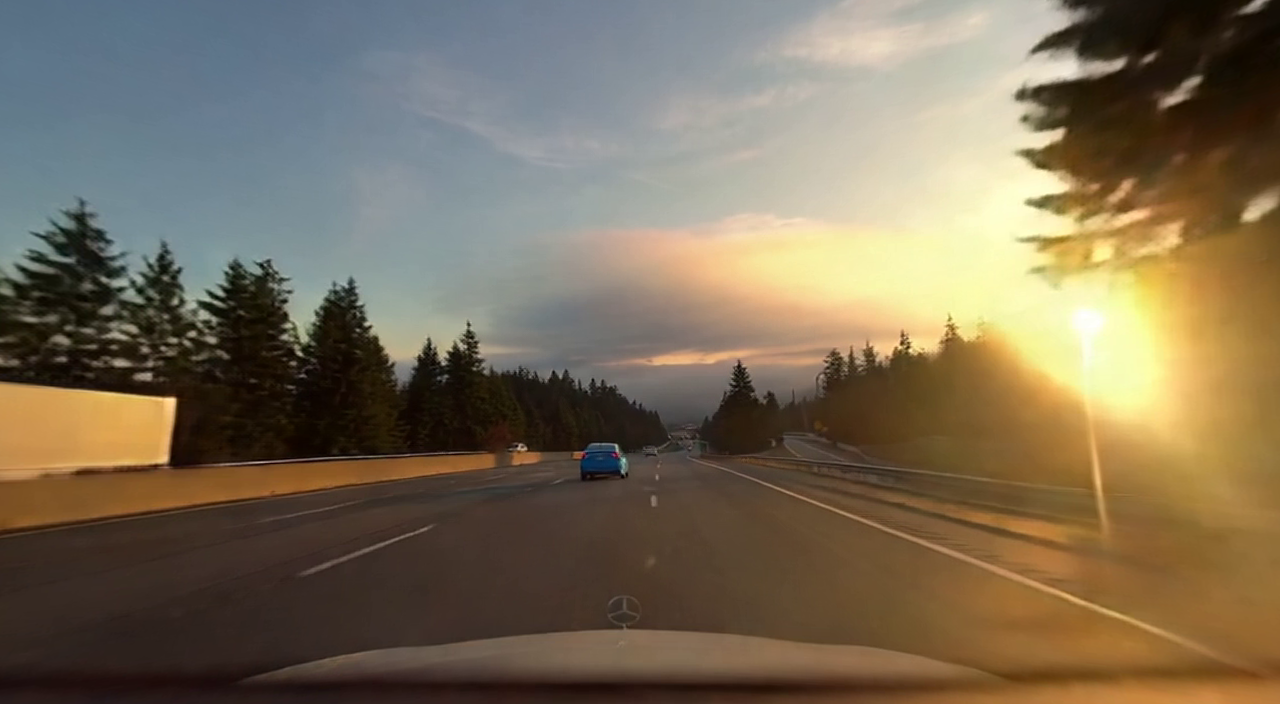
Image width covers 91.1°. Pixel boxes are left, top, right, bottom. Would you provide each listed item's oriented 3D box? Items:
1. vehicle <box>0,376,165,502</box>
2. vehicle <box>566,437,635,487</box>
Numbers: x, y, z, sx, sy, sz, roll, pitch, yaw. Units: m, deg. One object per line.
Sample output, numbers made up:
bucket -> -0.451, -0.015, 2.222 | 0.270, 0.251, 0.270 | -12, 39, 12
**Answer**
vehicle -> -22.664, 2.673, 19.338 | 2.972, 4.100, 16.483 | -1, -8, 1
vehicle -> -1.380, 4.083, 23.702 | 2.133, 1.686, 4.203 | -1, -8, 2
